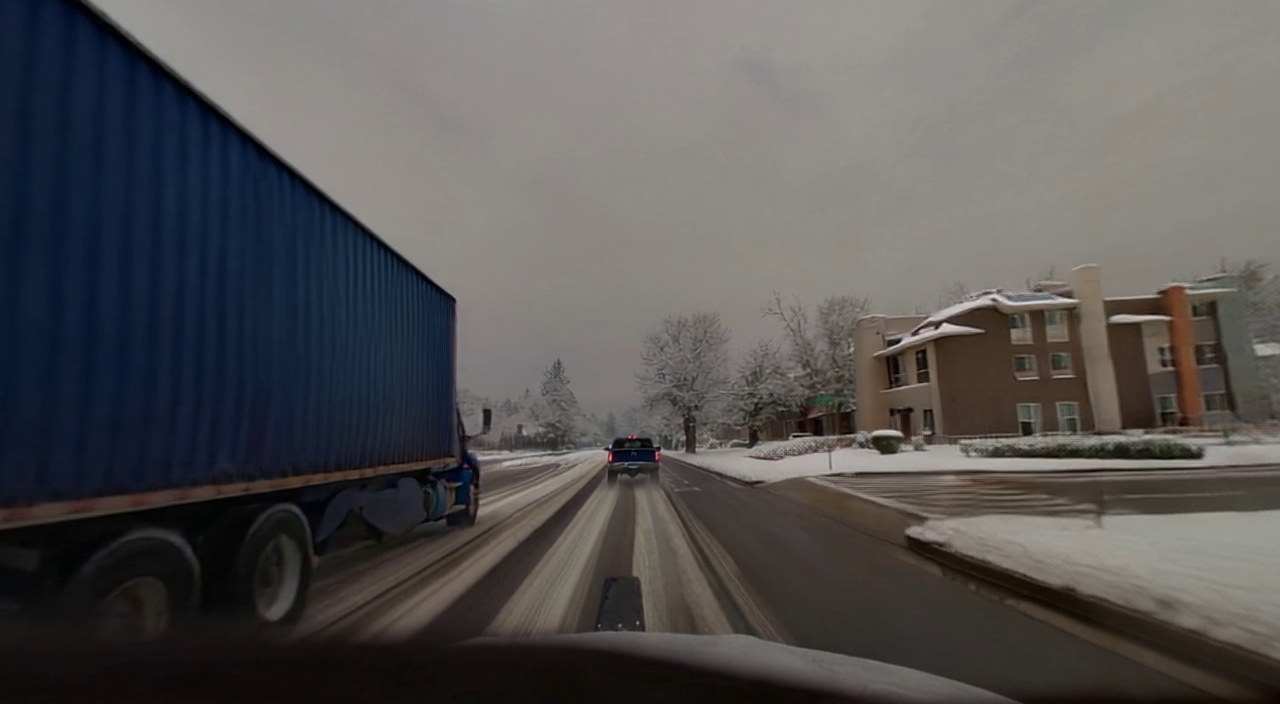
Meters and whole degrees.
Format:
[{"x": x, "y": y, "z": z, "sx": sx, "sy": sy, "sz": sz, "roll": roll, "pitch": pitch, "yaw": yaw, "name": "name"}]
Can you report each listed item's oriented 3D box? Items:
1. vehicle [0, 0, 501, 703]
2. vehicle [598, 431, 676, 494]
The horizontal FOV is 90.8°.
[{"x": -3.799, "y": 0.029, "z": 5.136, "sx": 2.996, "sy": 3.902, "sz": 10.410, "roll": 0, "pitch": -9, "yaw": 0, "name": "vehicle"}, {"x": -0.120, "y": 3.249, "z": 18.883, "sx": 2.094, "sy": 1.682, "sz": 3.866, "roll": 0, "pitch": -9, "yaw": -1, "name": "vehicle"}]
